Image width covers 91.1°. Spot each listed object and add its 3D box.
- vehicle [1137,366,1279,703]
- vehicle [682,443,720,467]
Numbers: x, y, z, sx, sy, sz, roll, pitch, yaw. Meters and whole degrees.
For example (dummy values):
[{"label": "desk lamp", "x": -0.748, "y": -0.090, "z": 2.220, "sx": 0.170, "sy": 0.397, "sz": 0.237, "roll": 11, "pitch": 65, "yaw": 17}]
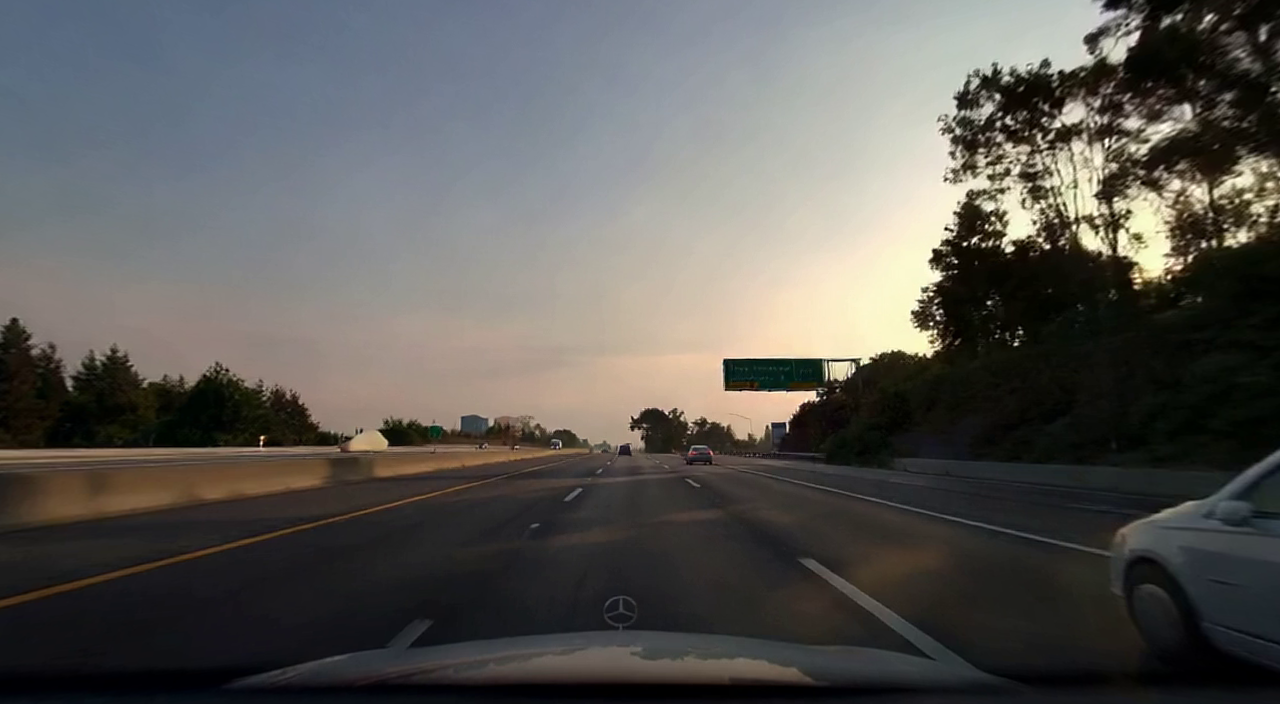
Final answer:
[{"label": "vehicle", "x": 3.834, "y": 0.641, "z": 1.276, "sx": 2.058, "sy": 1.613, "sz": 4.275, "roll": 0, "pitch": -9, "yaw": -1}, {"label": "vehicle", "x": 4.008, "y": 6.834, "z": 41.796, "sx": 1.984, "sy": 1.540, "sz": 3.973, "roll": 0, "pitch": -9, "yaw": -2}]
